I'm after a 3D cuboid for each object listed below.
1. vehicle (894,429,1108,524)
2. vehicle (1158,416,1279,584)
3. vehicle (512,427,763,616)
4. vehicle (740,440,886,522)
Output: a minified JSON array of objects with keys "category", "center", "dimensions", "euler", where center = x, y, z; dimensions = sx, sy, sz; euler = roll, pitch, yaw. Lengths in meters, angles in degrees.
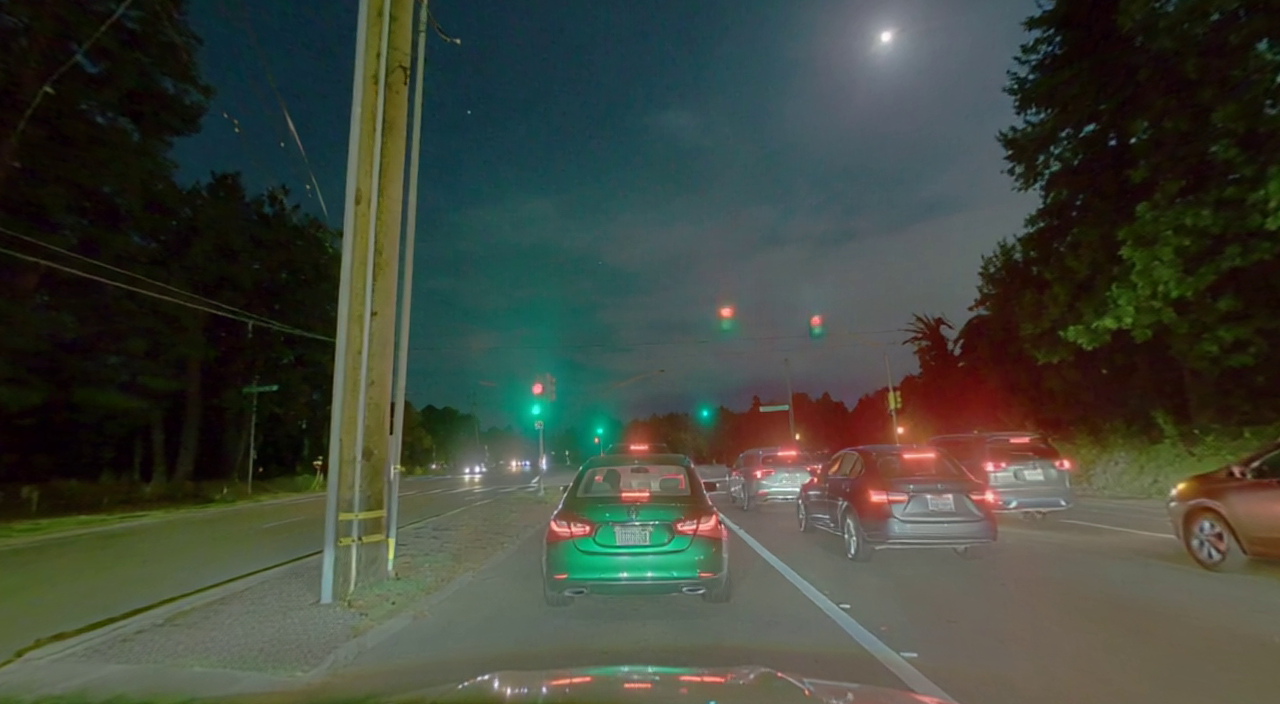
[{"category":"vehicle","center":[7.022,2.465,12.897],"dimensions":[1.923,1.611,4.094],"euler":[0,-9,0]},{"category":"vehicle","center":[6.941,1.333,5.560],"dimensions":[1.783,1.572,3.421],"euler":[0,-9,1]},{"category":"vehicle","center":[0.007,1.678,7.101],"dimensions":[2.015,1.502,3.898],"euler":[0,-9,1]},{"category":"vehicle","center":[3.527,2.721,13.823],"dimensions":[1.934,1.494,4.446],"euler":[0,-9,0]}]
